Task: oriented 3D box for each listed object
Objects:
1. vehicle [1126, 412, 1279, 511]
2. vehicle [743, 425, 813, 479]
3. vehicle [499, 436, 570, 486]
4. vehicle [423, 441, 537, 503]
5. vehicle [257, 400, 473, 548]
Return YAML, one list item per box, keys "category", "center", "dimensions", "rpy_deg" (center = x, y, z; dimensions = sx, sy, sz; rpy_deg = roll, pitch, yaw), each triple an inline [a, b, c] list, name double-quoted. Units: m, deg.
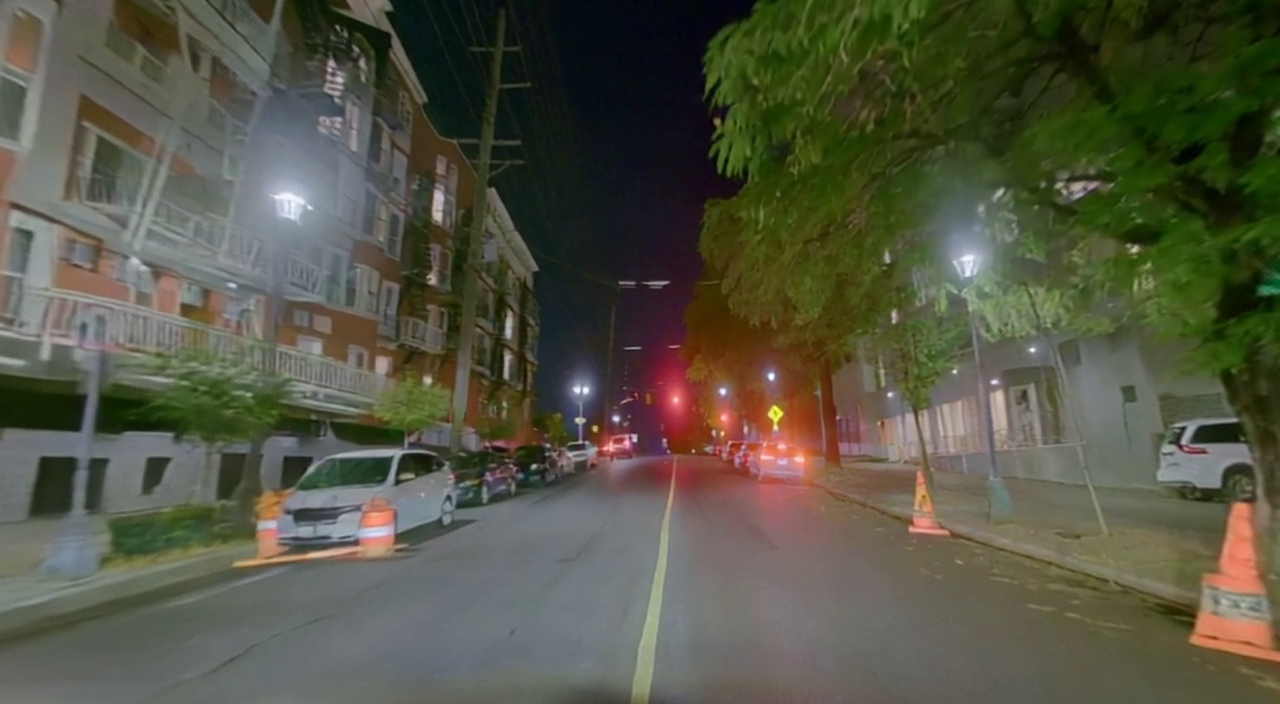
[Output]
- category: "vehicle"
  center: [13.993, 2.327, 13.879]
  dimensions: [4.585, 1.977, 2.170]
  rpy_deg: [-3, -8, 10]
- category: "vehicle"
  center: [5.555, 4.219, 26.090]
  dimensions: [1.994, 1.857, 4.393]
  rpy_deg: [2, -12, 1]
- category: "vehicle"
  center: [-3.926, 4.124, 24.191]
  dimensions: [1.996, 1.695, 4.127]
  rpy_deg: [0, -9, 0]
- category: "vehicle"
  center: [-4.350, 3.421, 17.981]
  dimensions: [1.967, 1.483, 4.347]
  rpy_deg: [-2, -11, 2]
- category: "vehicle"
  center: [-4.672, 2.121, 11.512]
  dimensions: [1.894, 2.186, 3.901]
  rpy_deg: [-1, -9, 5]
